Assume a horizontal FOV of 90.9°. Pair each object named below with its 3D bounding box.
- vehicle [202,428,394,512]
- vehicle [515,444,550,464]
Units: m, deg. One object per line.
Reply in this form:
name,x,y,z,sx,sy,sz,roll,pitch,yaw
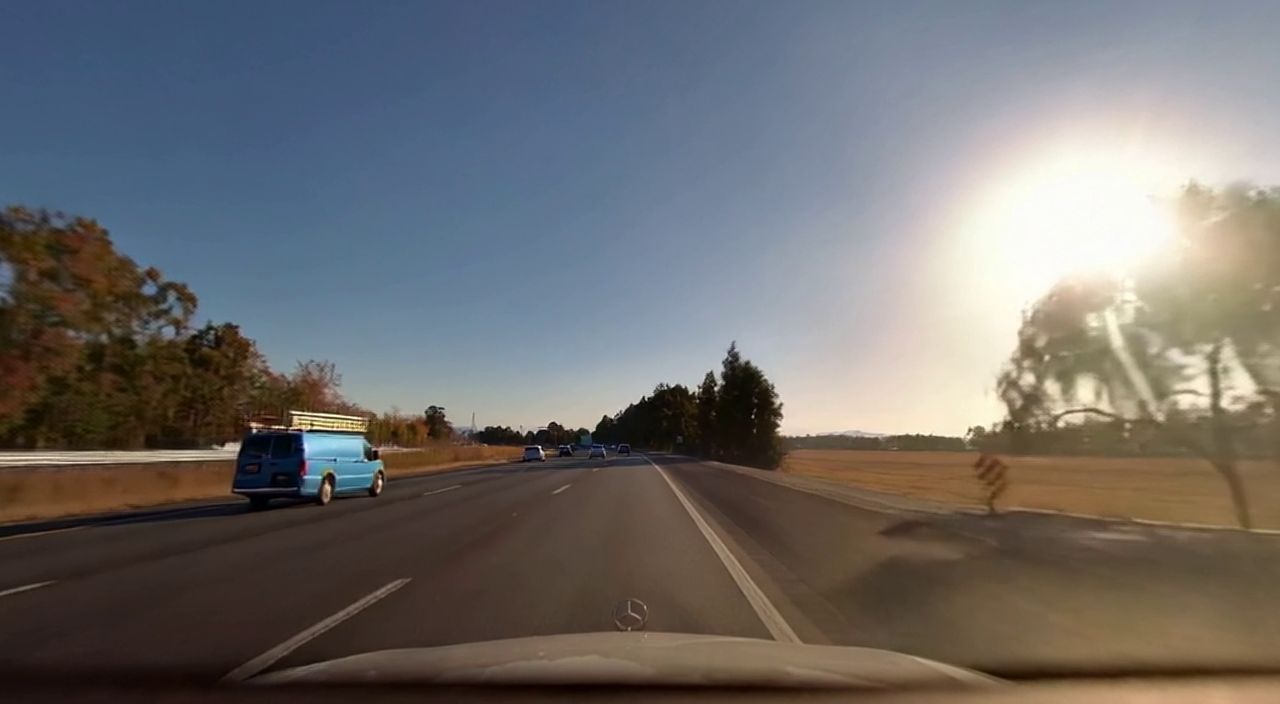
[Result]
vehicle,-8.138,2.843,15.700,2.093,1.752,4.771,0,-9,0
vehicle,-8.398,8.008,49.727,1.958,1.499,4.437,0,-9,0
